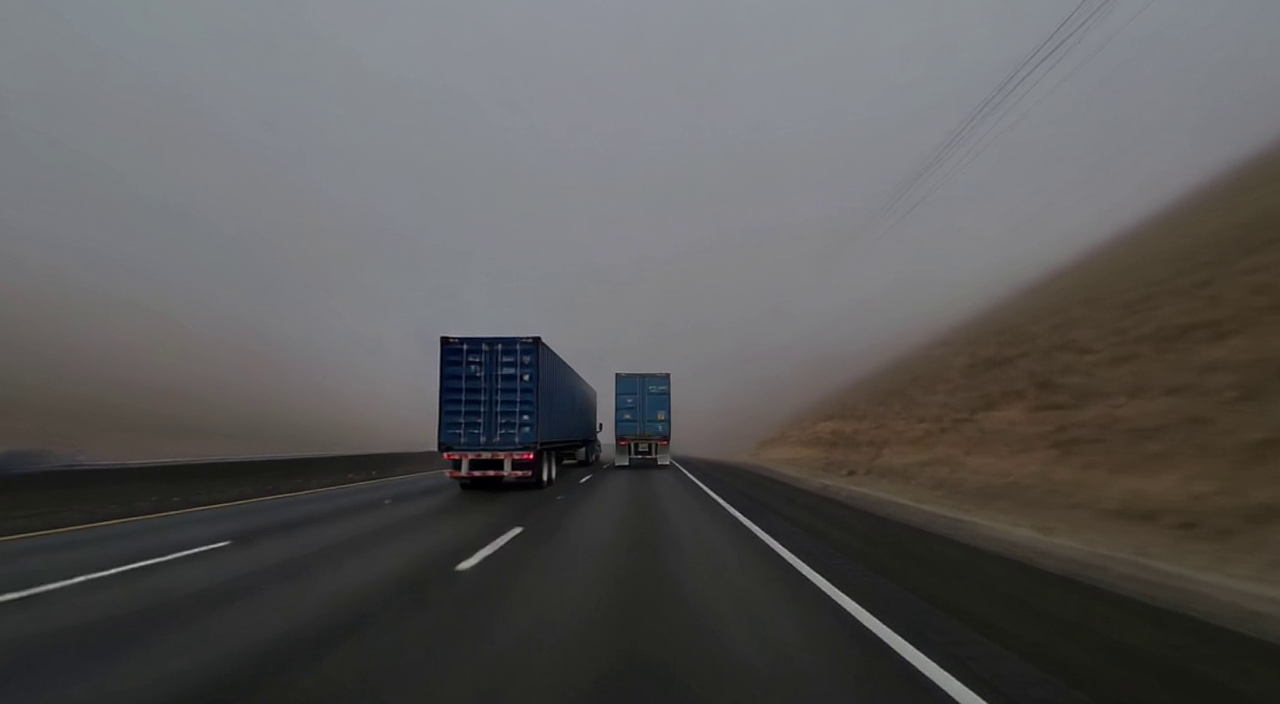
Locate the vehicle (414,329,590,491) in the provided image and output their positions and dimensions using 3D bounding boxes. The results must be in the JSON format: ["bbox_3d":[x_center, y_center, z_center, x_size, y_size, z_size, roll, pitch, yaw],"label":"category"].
[{"bbox_3d":[-4.004,2.411,22.737,3.065,4.105,13.706,0,-8,1],"label":"vehicle"}]

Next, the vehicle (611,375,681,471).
[{"bbox_3d":[0.121,3.862,32.882,3.006,4.120,11.586,0,-8,-1],"label":"vehicle"}]
